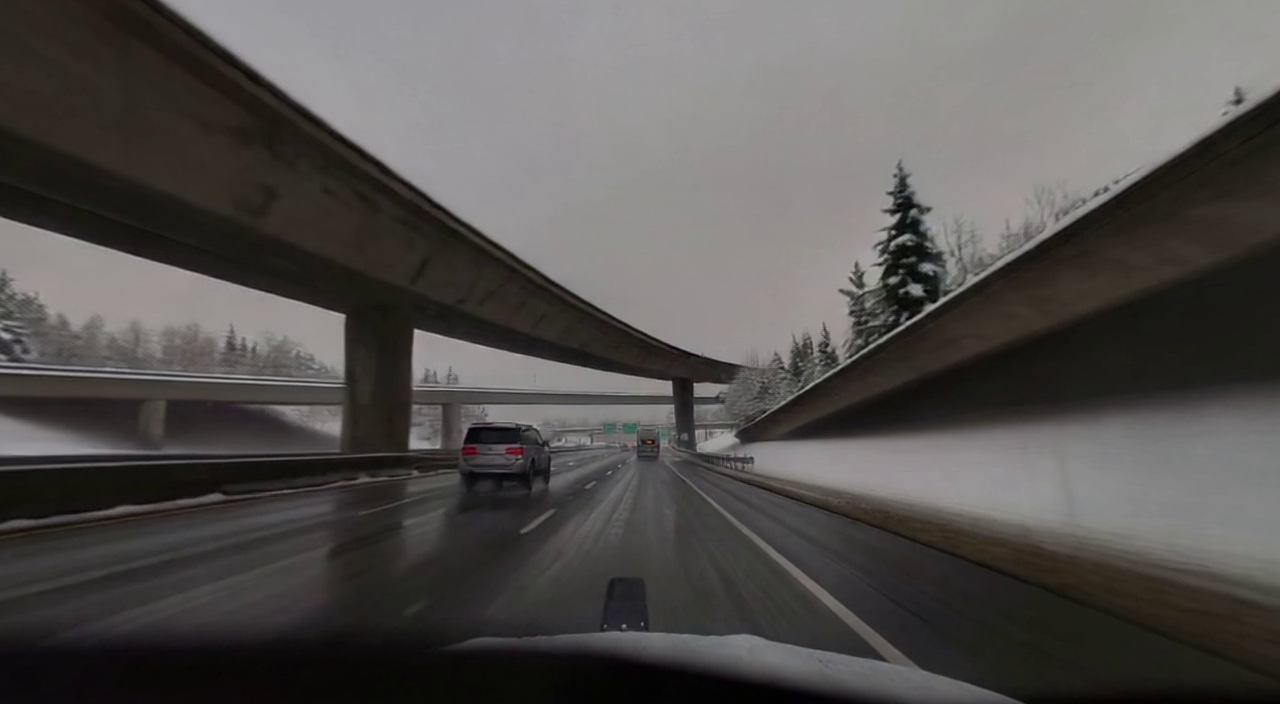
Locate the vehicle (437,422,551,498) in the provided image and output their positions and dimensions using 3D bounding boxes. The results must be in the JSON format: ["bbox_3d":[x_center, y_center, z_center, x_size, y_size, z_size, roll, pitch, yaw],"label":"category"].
[{"bbox_3d":[-4.076,3.132,18.560,2.147,1.918,4.834,0,-9,1],"label":"vehicle"}]

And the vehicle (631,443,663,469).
[{"bbox_3d":[0.467,7.135,43.481,2.052,1.711,4.223,0,-9,0],"label":"vehicle"}]
